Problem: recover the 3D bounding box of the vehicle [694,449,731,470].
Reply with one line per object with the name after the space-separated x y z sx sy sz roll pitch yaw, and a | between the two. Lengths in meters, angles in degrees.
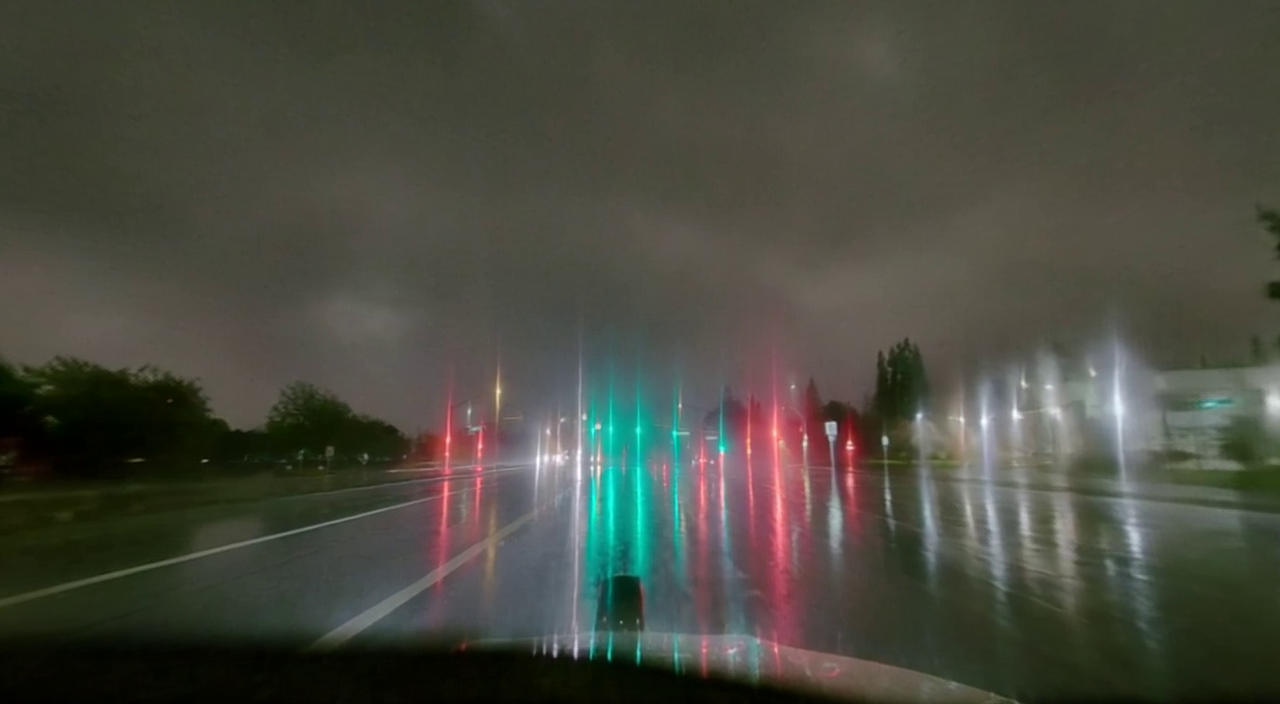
5.532 8.296 48.972 2.187 1.475 4.529 0 -9 -2 | vehicle
